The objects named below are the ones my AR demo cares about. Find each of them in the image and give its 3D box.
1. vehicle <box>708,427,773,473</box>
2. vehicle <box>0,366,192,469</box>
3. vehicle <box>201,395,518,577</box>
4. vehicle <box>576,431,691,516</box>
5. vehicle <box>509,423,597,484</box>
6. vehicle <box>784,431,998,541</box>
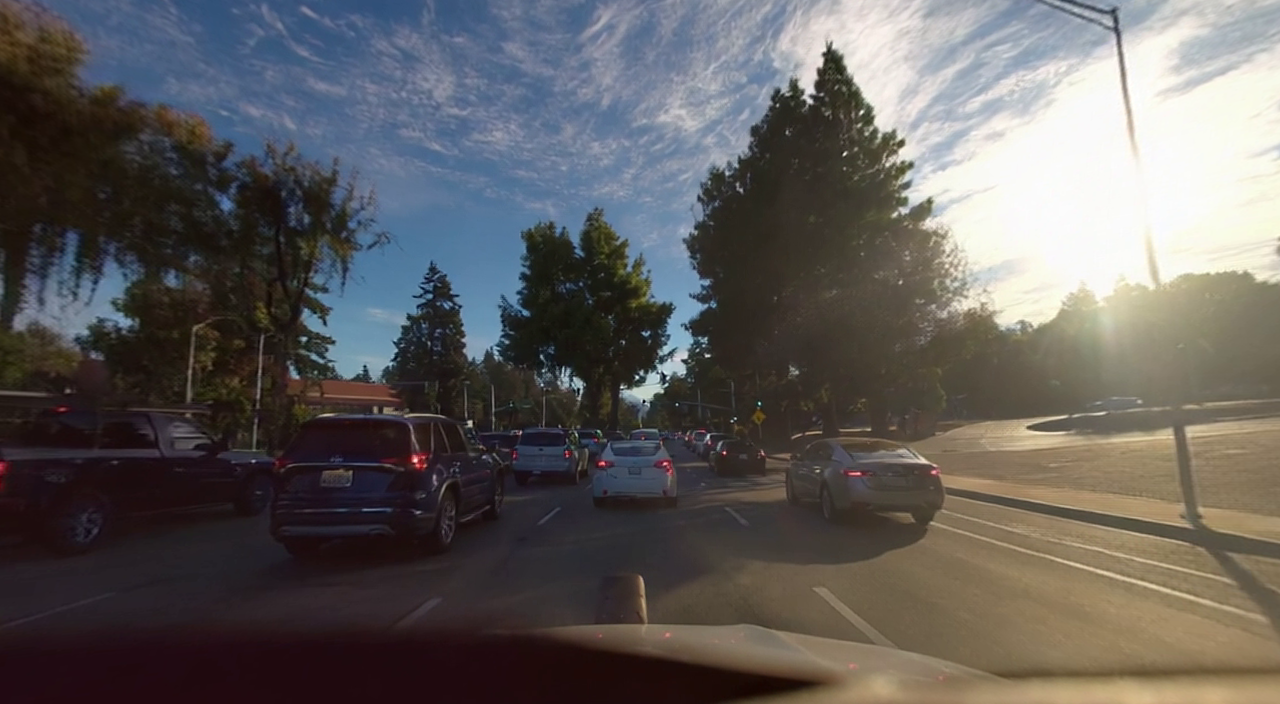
[{"bbox_3d":[4.303,4.283,27.759,2.099,1.845,4.363,0,-8,0],"label":"vehicle"},{"bbox_3d":[-27.756,3.108,28.855,3.181,4.189,14.107,-1,-8,5],"label":"vehicle"},{"bbox_3d":[-3.209,1.672,8.790,2.111,1.745,5.274,0,-8,-2],"label":"vehicle"},{"bbox_3d":[-0.100,2.468,13.361,2.030,1.477,4.330,0,-8,1],"label":"vehicle"},{"bbox_3d":[-2.827,3.443,21.673,2.218,1.829,4.492,0,-8,2],"label":"vehicle"},{"bbox_3d":[3.863,2.116,10.654,1.884,1.463,4.195,0,-8,0],"label":"vehicle"}]
